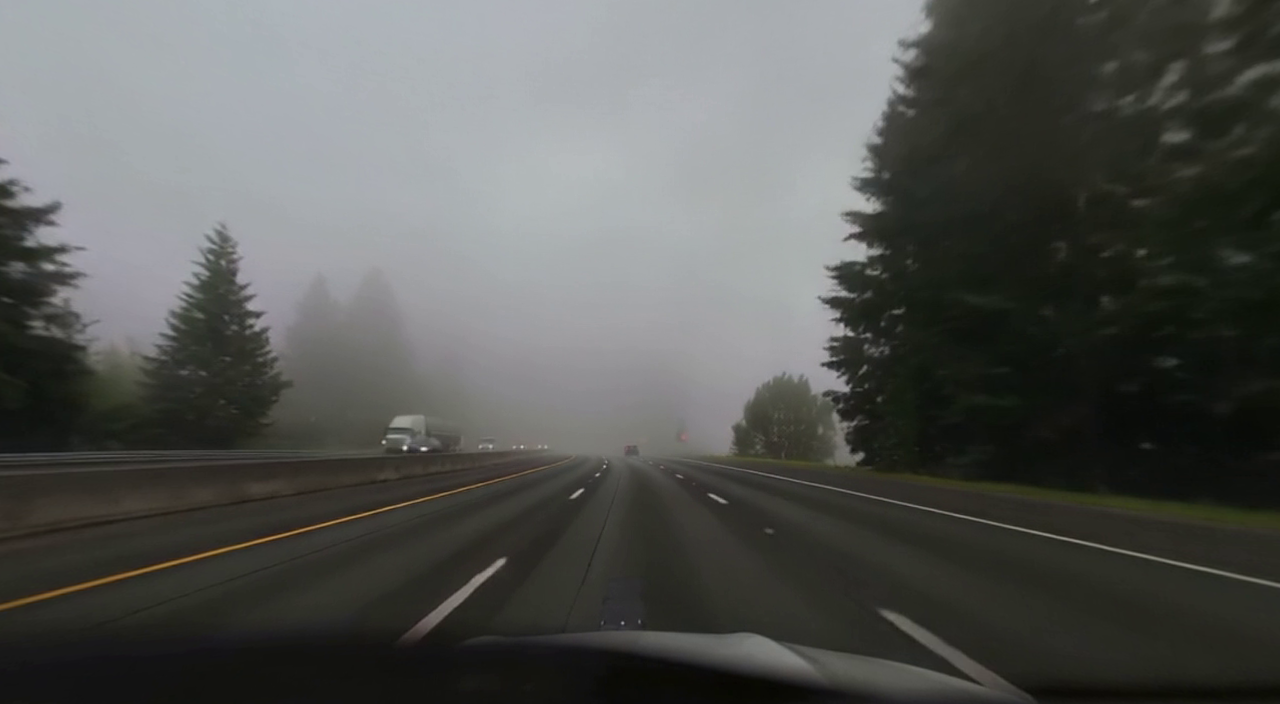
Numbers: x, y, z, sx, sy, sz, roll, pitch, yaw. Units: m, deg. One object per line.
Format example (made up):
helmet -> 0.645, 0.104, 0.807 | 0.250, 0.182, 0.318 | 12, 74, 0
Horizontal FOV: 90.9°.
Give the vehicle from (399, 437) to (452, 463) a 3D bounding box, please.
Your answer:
vehicle -> -12.950, 5.958, 38.335 | 1.831, 1.512, 4.262 | 0, -9, -2
